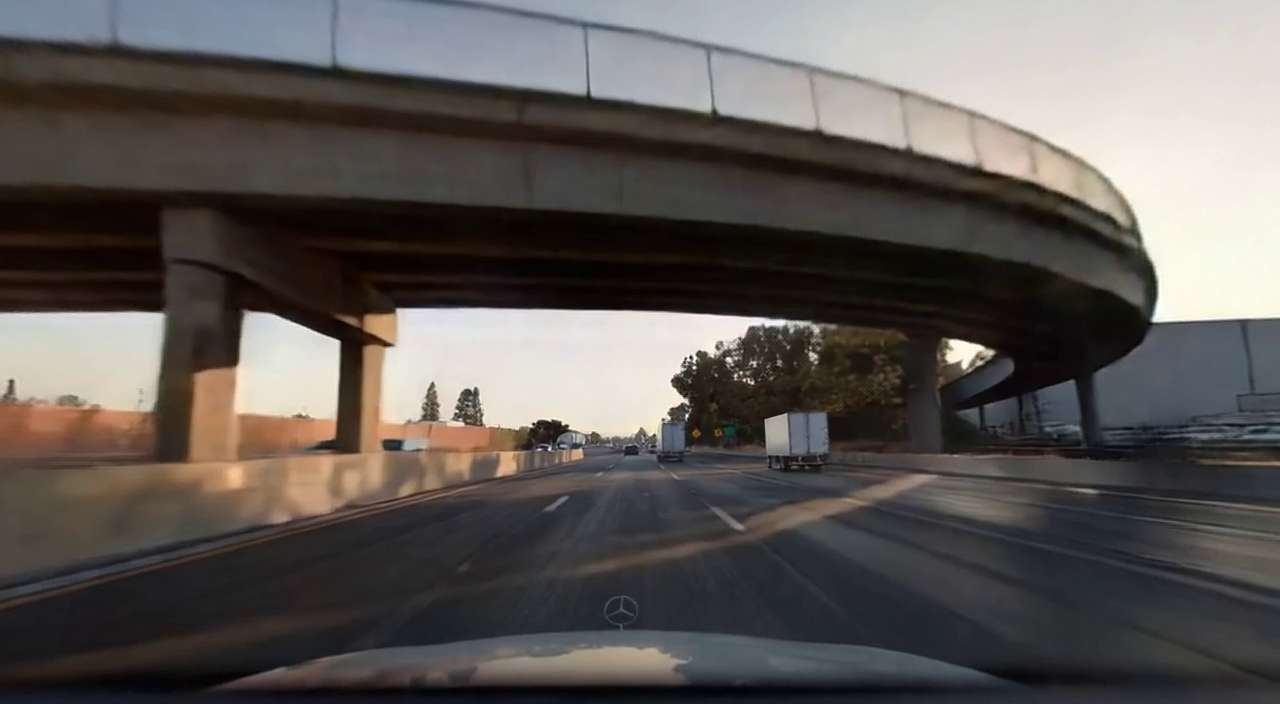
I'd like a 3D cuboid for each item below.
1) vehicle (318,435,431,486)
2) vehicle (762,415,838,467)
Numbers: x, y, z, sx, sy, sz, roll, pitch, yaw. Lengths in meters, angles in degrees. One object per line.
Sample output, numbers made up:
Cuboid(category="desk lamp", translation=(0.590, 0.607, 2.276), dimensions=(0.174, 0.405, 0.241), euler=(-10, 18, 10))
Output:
Cuboid(category="vehicle", translation=(-10.161, 4.203, 24.698), dimensions=(2.253, 1.764, 4.794), euler=(0, -9, 1))
Cuboid(category="vehicle", translation=(11.235, 6.469, 45.528), dimensions=(2.912, 3.293, 9.588), euler=(0, -9, -1))
